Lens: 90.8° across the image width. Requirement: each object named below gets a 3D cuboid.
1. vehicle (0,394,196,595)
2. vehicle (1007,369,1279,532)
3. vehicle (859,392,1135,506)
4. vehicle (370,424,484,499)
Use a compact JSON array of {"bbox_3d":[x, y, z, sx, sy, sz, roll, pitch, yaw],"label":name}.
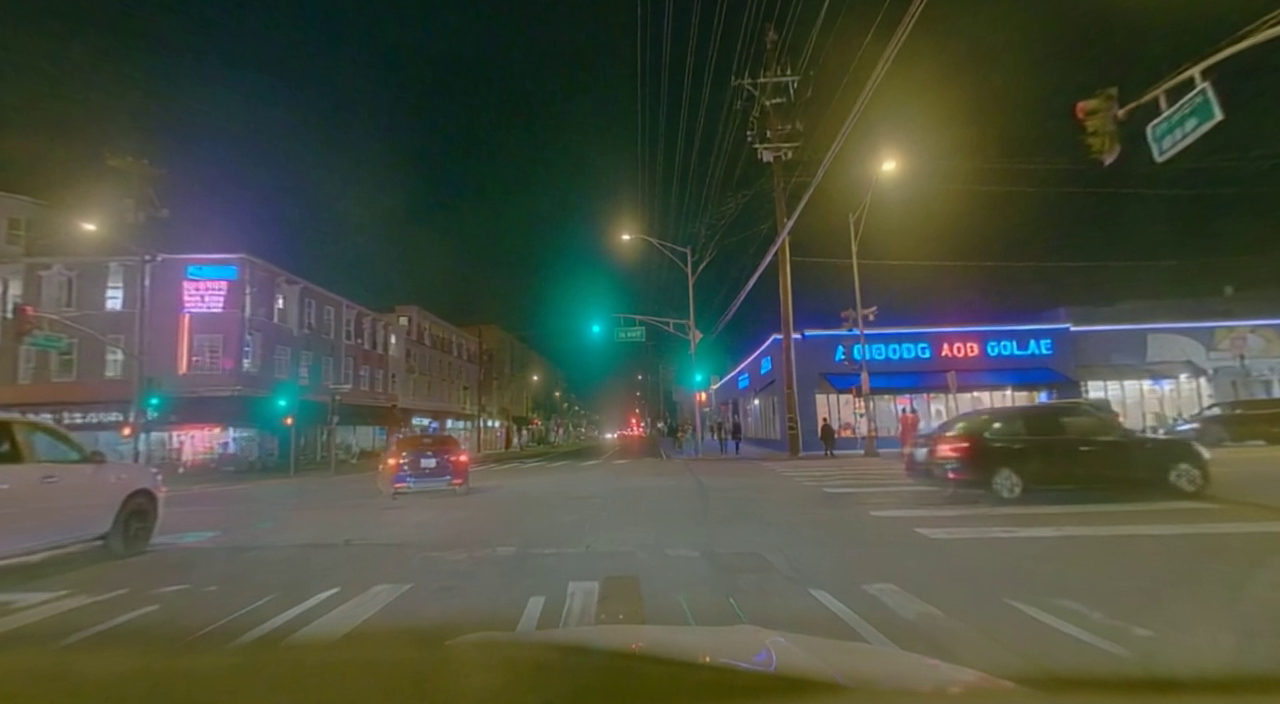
[{"bbox_3d":[-6.678,1.316,5.983,2.063,1.751,4.229,0,-8,-4],"label":"vehicle"},{"bbox_3d":[7.513,1.177,7.908,4.714,1.686,1.973,1,-8,-8],"label":"vehicle"},{"bbox_3d":[6.086,1.524,10.731,4.260,1.497,2.059,1,-7,-29],"label":"vehicle"},{"bbox_3d":[-5.154,2.480,14.895,2.097,1.457,4.439,3,-8,-24],"label":"vehicle"}]
